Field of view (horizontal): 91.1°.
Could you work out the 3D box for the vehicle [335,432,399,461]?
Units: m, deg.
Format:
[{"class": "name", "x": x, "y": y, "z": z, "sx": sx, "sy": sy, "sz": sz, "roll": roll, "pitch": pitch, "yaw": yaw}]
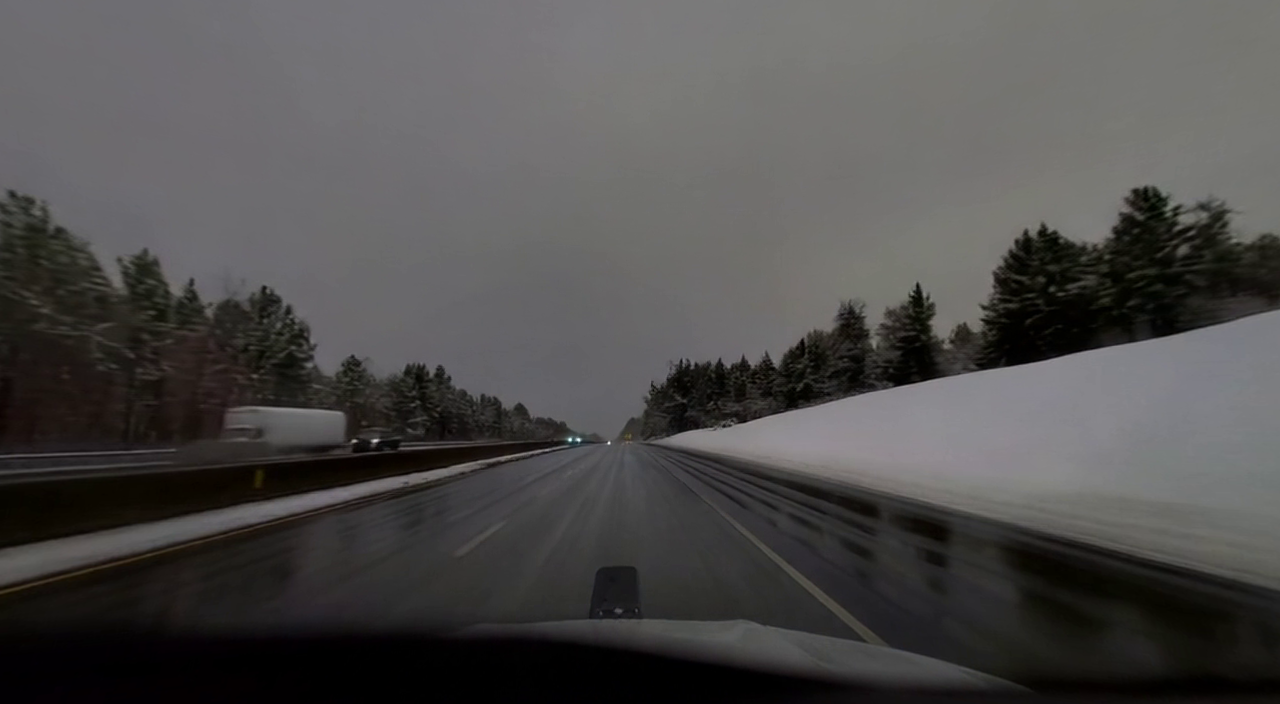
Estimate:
[{"class": "vehicle", "x": -15.467, "y": 5.346, "z": 35.843, "sx": 1.853, "sy": 1.514, "sz": 3.922, "roll": 0, "pitch": -8, "yaw": 0}]
